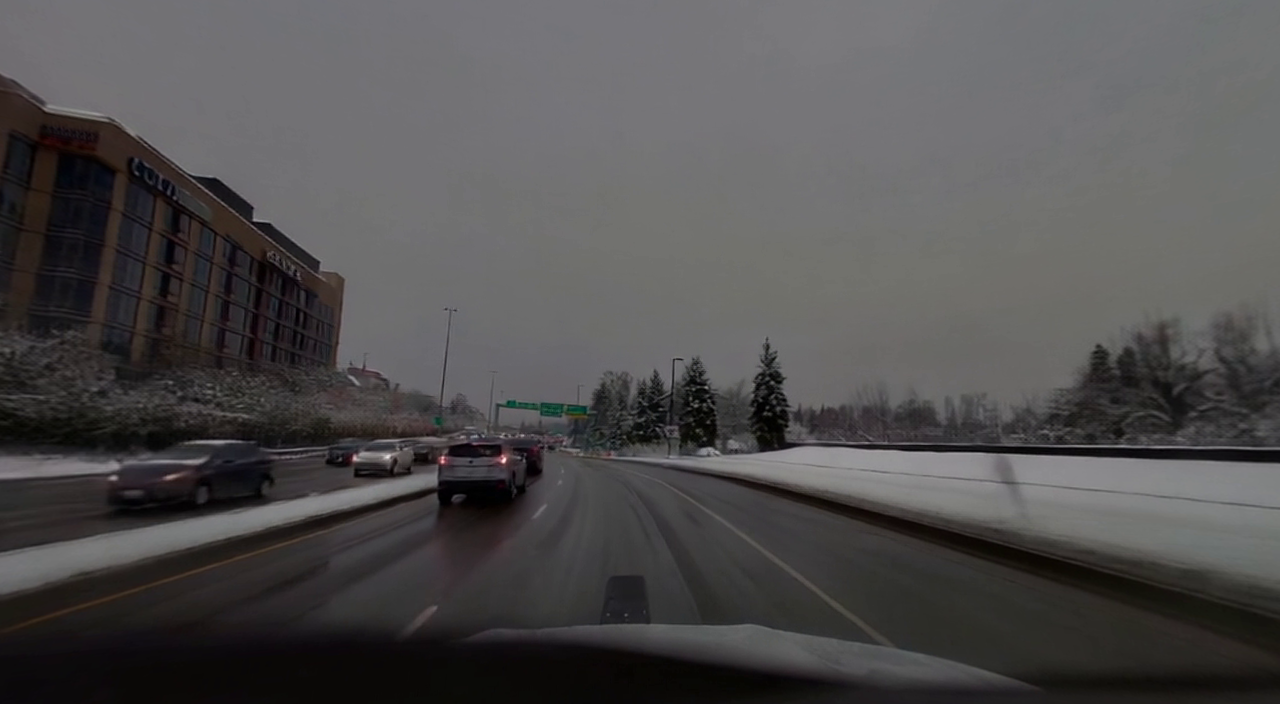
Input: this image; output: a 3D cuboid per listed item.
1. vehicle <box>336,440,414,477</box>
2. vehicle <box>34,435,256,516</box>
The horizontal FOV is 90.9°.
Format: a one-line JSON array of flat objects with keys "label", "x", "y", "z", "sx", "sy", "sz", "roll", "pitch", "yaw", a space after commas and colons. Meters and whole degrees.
[{"label": "vehicle", "x": -11.826, "y": 4.761, "z": 28.478, "sx": 1.957, "sy": 1.514, "sz": 4.528, "roll": 0, "pitch": -9, "yaw": -5}, {"label": "vehicle", "x": -10.916, "y": 2.715, "z": 14.382, "sx": 1.897, "sy": 1.538, "sz": 4.033, "roll": 0, "pitch": -9, "yaw": -3}]
